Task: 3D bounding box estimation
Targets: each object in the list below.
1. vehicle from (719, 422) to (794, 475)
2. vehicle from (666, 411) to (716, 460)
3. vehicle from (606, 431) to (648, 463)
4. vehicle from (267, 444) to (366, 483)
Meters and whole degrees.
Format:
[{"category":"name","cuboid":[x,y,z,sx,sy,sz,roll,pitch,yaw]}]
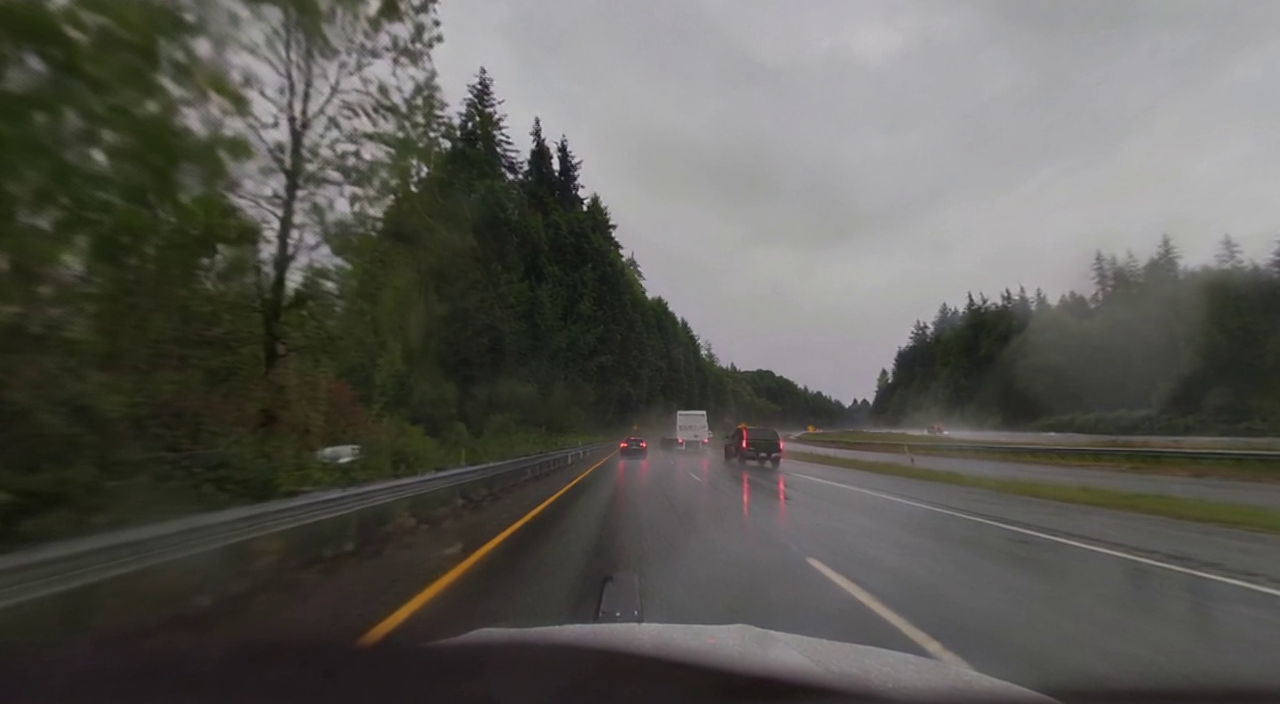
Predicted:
[{"category":"vehicle","cuboid":[4.466,3.749,24.882,2.073,1.905,4.023,0,-8,-1]},{"category":"vehicle","cuboid":[3.348,5.734,43.449,2.728,3.053,7.708,0,-8,0]},{"category":"vehicle","cuboid":[-0.721,5.220,34.894,2.206,1.681,4.111,0,-8,-1]},{"category":"vehicle","cuboid":[-14.094,4.864,27.778,2.107,1.498,4.226,0,-8,0]}]
